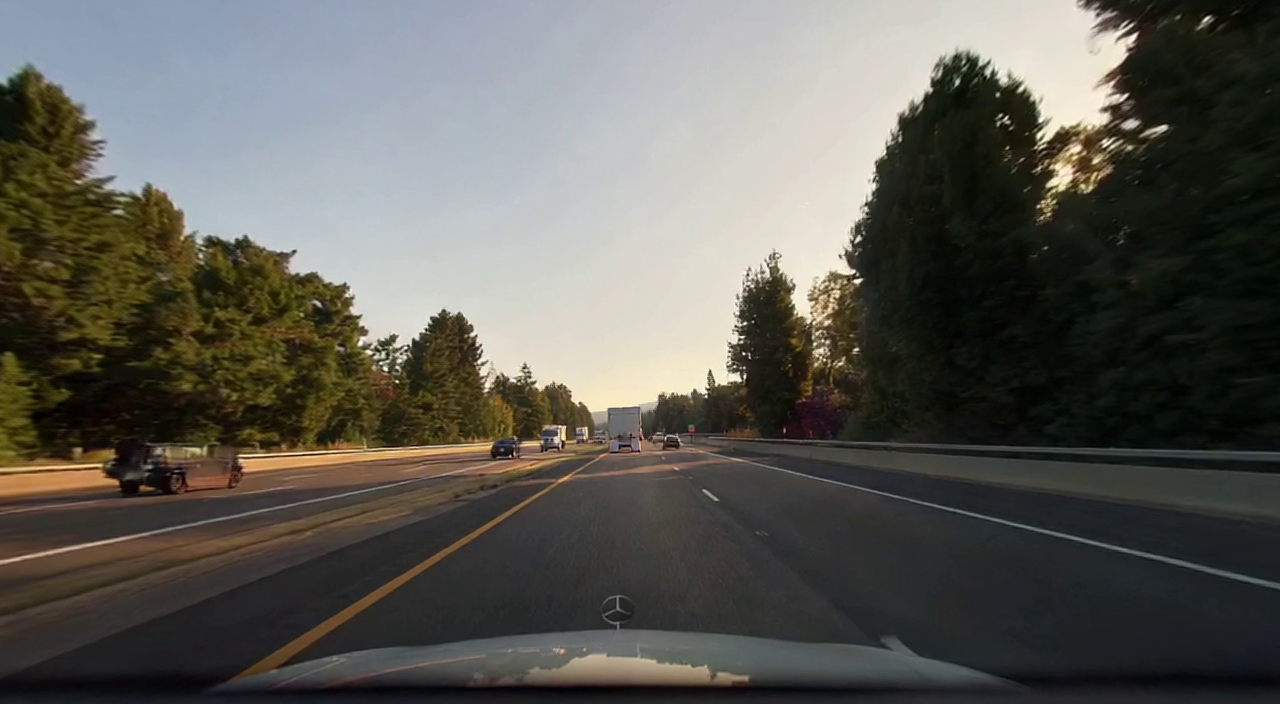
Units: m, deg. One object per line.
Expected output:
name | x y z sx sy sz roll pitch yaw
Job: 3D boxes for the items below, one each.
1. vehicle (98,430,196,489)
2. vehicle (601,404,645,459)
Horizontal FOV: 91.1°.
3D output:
vehicle | -37.272 8.065 47.823 2.907 3.948 6.367 -2 -8 -8
vehicle | -1.117 4.932 39.004 2.450 3.098 6.965 0 -8 -3
